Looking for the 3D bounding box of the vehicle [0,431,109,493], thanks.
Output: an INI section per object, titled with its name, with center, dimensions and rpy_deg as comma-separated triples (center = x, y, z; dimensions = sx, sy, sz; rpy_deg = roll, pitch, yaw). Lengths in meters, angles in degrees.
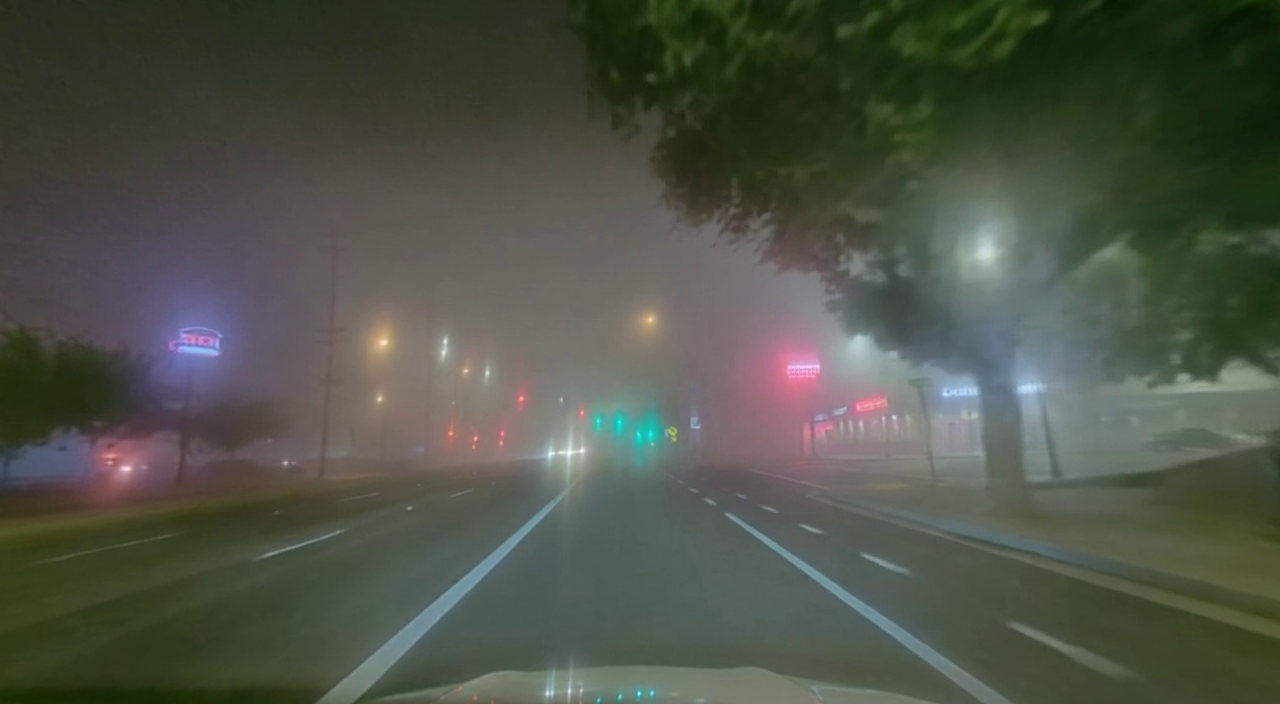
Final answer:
[vehicle]
center = -40.447, 6.950, 40.072
dimensions = 9.636, 3.788, 2.949
rpy_deg = 2, -9, -10
